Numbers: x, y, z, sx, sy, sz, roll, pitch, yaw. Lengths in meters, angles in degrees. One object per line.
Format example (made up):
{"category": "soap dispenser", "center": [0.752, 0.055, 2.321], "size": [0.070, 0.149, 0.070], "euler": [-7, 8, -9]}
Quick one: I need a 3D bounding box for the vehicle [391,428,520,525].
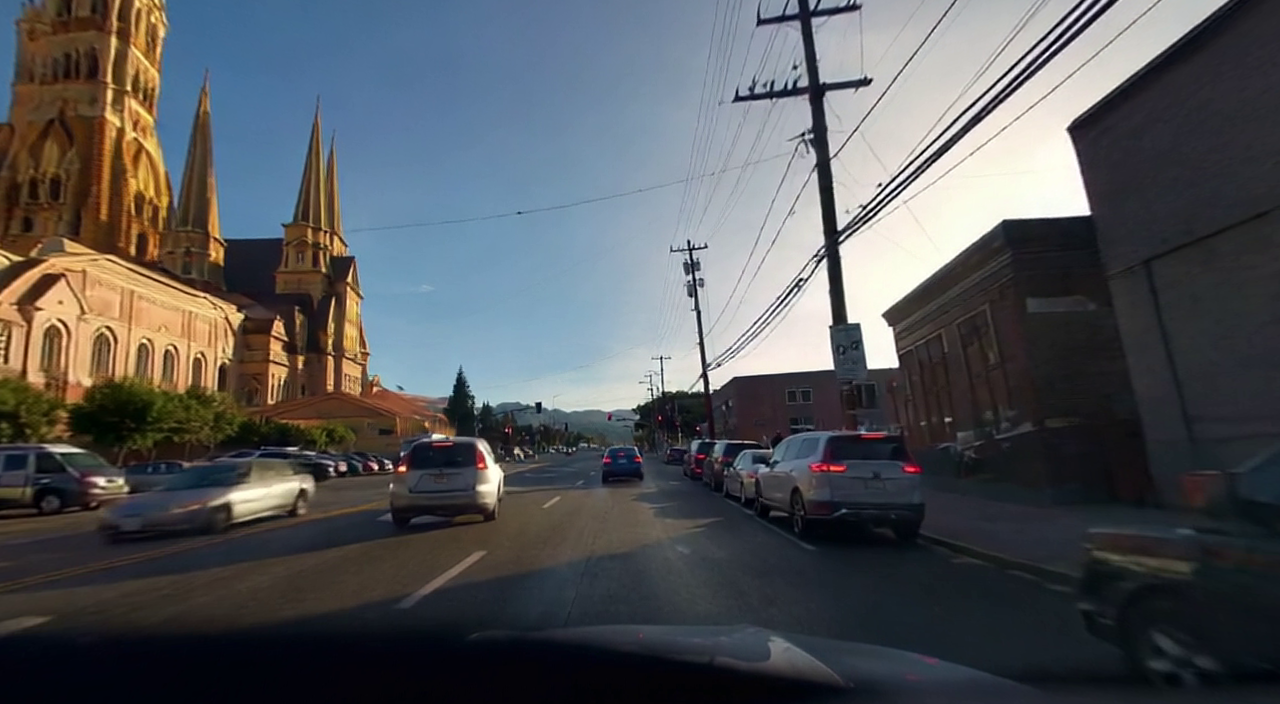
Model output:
{"category": "vehicle", "center": [-3.911, 2.604, 13.901], "size": [2.240, 1.731, 4.470], "euler": [1, -9, -13]}

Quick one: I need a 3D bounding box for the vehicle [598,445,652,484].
{"category": "vehicle", "center": [-0.591, 4.653, 26.562], "size": [2.049, 1.453, 4.299], "euler": [-1, -8, 0]}

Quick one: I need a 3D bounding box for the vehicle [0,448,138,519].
{"category": "vehicle", "center": [-18.521, 3.835, 18.654], "size": [5.376, 1.885, 2.218], "euler": [0, -8, -1]}

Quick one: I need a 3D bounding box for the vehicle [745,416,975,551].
{"category": "vehicle", "center": [3.462, 2.216, 11.359], "size": [2.106, 1.750, 5.328], "euler": [2, -9, -1]}

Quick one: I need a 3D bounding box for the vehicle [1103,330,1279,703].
{"category": "vehicle", "center": [3.649, 0.612, 1.085], "size": [2.133, 1.791, 4.642], "euler": [1, -9, -1]}

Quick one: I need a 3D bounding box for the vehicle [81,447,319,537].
{"category": "vehicle", "center": [-8.878, 2.793, 13.335], "size": [1.996, 1.547, 4.238], "euler": [0, -8, -1]}
